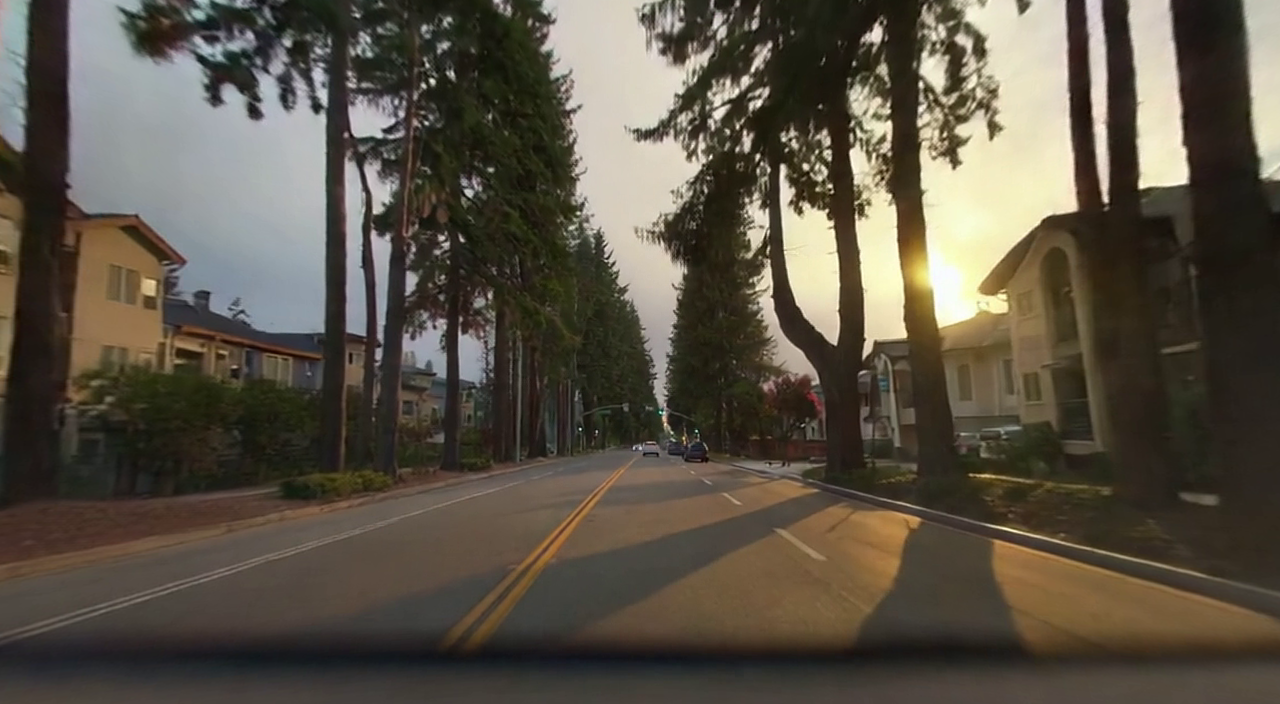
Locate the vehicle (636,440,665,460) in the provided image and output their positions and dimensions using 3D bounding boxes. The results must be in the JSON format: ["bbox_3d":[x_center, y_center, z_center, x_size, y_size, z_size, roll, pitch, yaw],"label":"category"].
[{"bbox_3d":[0.778,7.484,48.264,2.097,1.463,4.043,0,-9,0],"label":"vehicle"}]

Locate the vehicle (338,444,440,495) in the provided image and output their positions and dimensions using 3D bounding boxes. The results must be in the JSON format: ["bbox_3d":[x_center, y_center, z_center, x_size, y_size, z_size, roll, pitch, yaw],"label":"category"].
[{"bbox_3d":[-9.316,4.361,23.808,1.933,1.498,4.446,-4,-7,2],"label":"vehicle"}]

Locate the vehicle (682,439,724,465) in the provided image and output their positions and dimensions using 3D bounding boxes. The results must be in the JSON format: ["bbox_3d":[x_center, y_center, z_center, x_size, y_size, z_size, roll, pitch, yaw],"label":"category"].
[{"bbox_3d":[3.801,6.180,38.966,2.078,1.488,4.741,0,-9,-1],"label":"vehicle"}]
